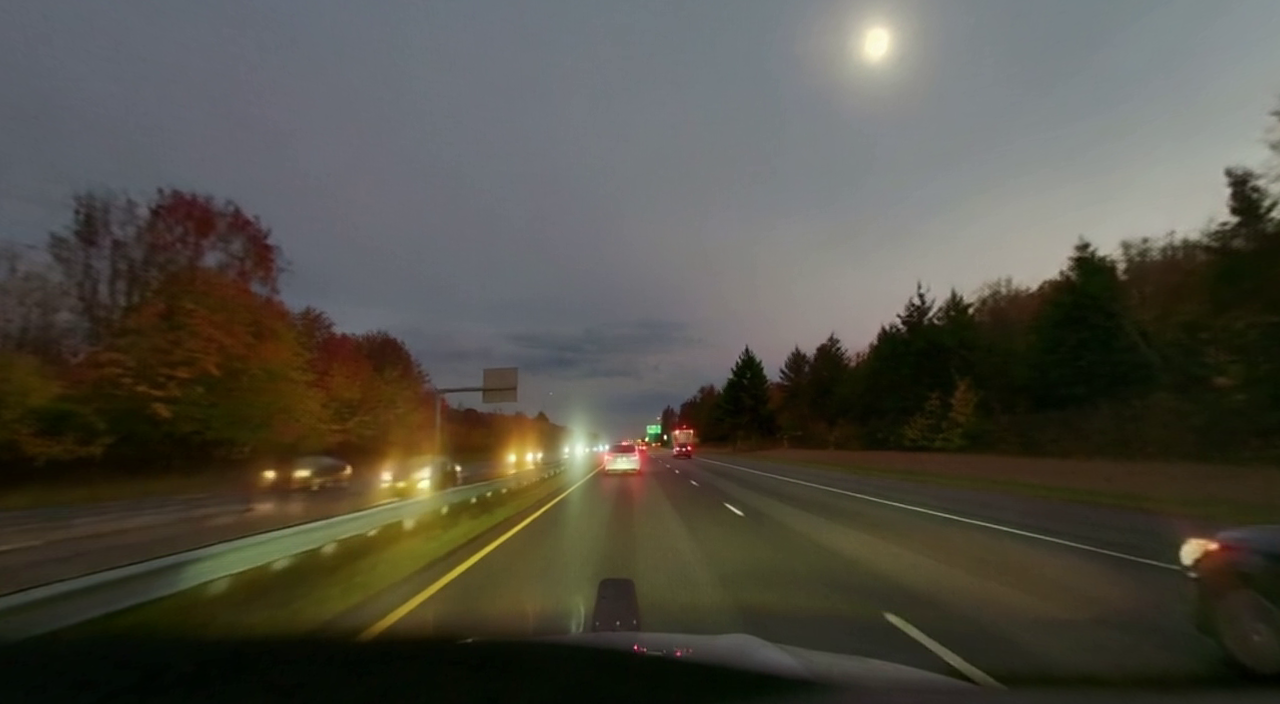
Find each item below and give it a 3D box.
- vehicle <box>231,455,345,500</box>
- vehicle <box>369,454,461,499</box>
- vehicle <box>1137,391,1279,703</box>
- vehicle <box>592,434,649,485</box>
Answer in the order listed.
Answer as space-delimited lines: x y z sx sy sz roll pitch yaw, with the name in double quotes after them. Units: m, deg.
-13.716 4.867 24.778 1.940 1.529 4.496 0 -9 0 "vehicle"
-8.579 4.767 24.374 1.950 1.479 4.517 0 -9 0 "vehicle"
3.939 0.720 1.507 1.843 1.505 4.339 0 -9 -1 "vehicle"
-0.664 3.965 23.340 1.937 1.699 3.936 0 -9 0 "vehicle"
